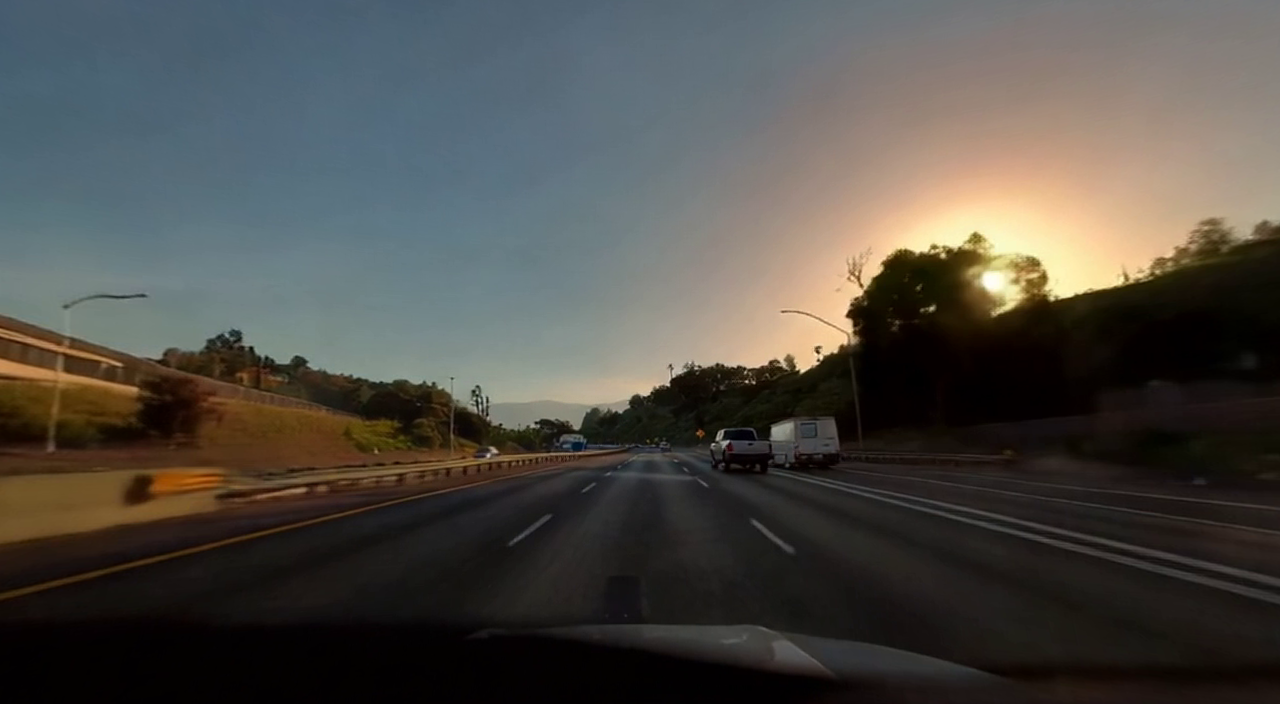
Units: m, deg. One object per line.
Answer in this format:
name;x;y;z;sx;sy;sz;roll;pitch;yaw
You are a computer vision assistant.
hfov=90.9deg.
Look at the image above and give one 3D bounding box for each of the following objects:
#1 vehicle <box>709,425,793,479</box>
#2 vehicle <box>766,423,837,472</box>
vehicle;4.528;4.206;26.791;2.505;2.020;5.532;0;-8;0
vehicle;8.202;4.931;32.715;2.229;2.317;5.399;0;-8;0
